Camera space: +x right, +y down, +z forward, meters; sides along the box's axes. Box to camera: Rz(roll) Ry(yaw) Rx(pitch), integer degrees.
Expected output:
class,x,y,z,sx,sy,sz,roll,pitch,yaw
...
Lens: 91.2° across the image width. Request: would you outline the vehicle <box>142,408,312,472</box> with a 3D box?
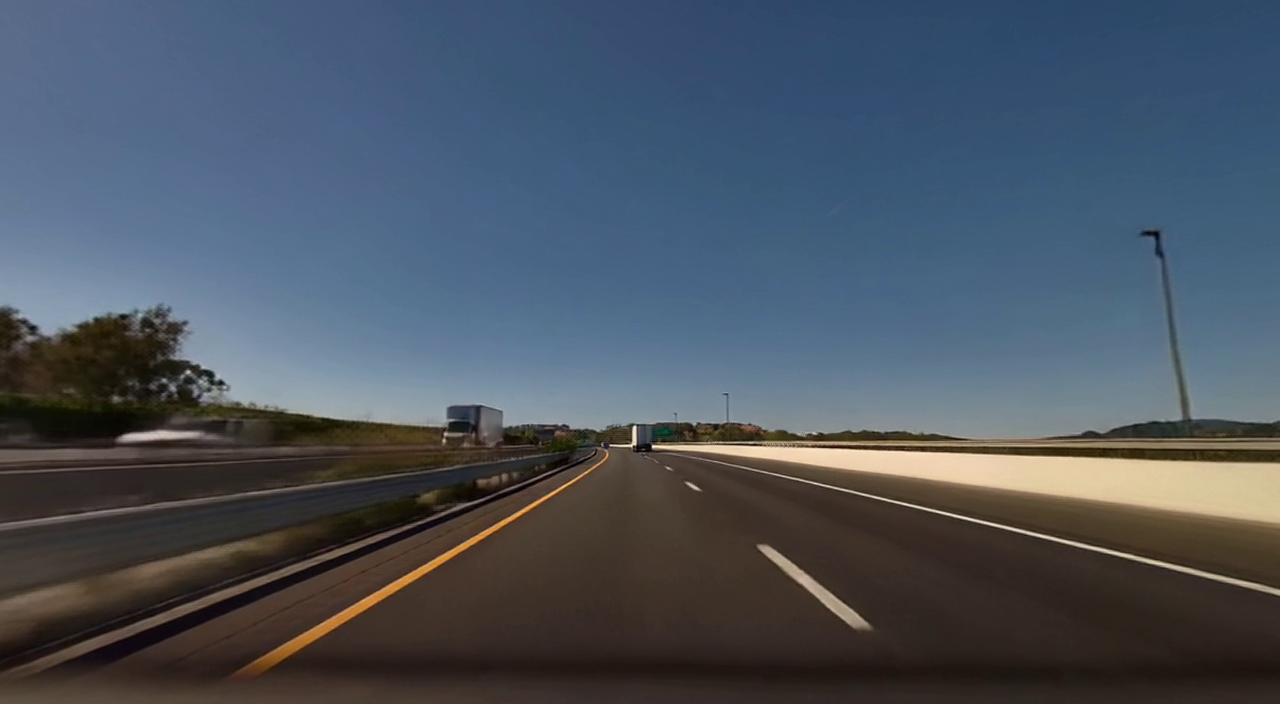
class,x,y,z,sx,sy,sz,roll,pitch,yaw
vehicle,-11.849,2.599,18.466,2.006,1.663,4.316,0,-8,1
